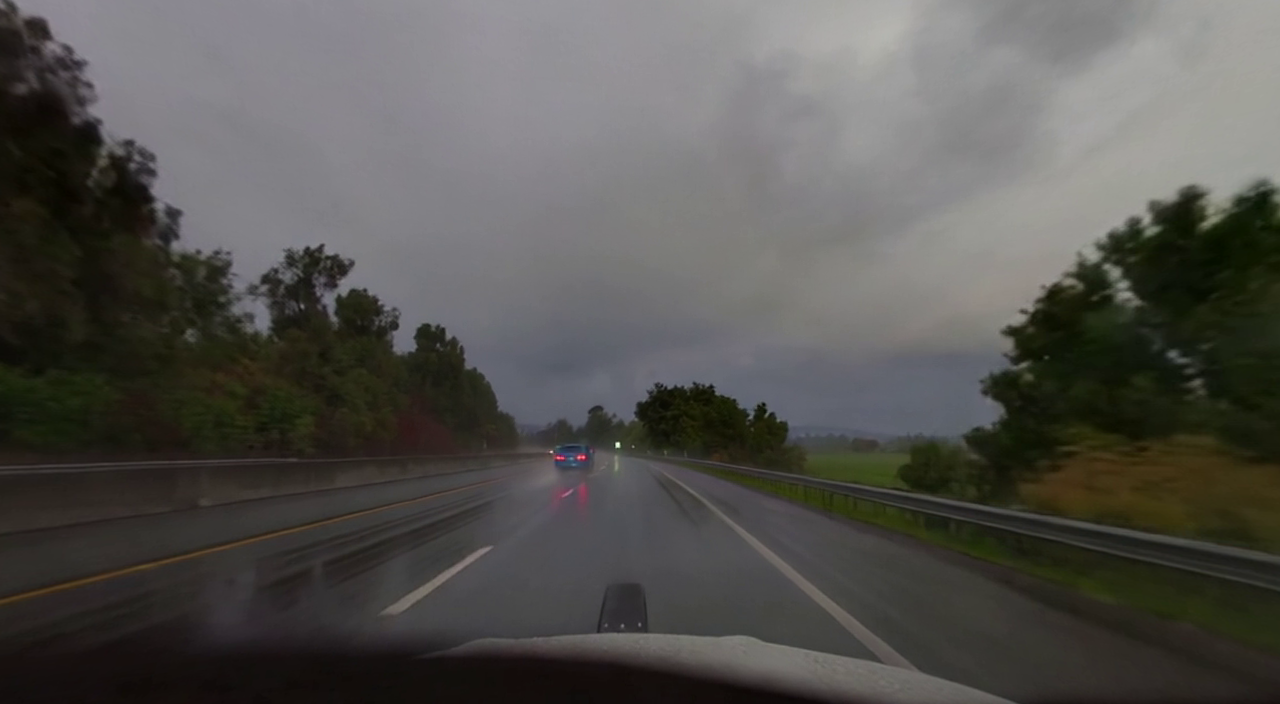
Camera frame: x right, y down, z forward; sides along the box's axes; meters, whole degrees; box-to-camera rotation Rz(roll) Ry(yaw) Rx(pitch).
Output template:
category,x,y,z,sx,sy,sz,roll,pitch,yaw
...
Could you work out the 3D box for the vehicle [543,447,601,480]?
category,x,y,z,sx,sy,sz,roll,pitch,yaw
vehicle,-3.088,5.182,29.531,2.126,1.411,4.433,-1,-9,2
